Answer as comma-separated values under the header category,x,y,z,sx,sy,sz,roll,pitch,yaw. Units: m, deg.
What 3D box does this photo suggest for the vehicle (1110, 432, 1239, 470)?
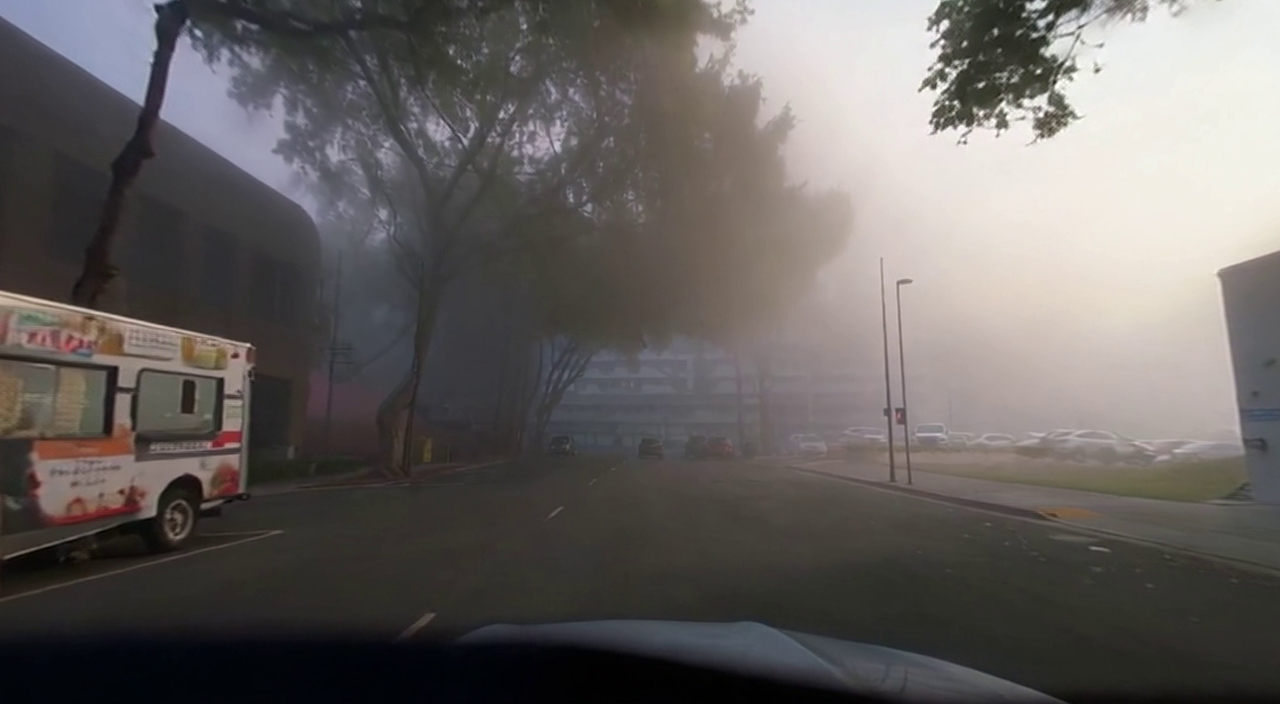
category,x,y,z,sx,sy,sz,roll,pitch,yaw
vehicle,27.152,5.043,32.217,4.591,1.808,2.016,0,-8,1

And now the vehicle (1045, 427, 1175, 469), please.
category,x,y,z,sx,sy,sz,roll,pitch,yaw
vehicle,26.403,5.402,35.633,5.596,2.168,2.307,2,-8,-3

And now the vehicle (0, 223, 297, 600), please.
category,x,y,z,sx,sy,sz,roll,pitch,yaw
vehicle,-7.026,0.697,6.576,2.968,3.222,7.036,-1,-8,-1

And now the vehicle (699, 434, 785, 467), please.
category,x,y,z,sx,sy,sz,roll,pitch,yaw
vehicle,5.812,5.561,35.735,4.626,1.723,1.939,5,-10,-32

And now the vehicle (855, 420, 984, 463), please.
category,x,y,z,sx,sy,sz,roll,pitch,yaw
vehicle,14.324,4.620,32.672,5.540,2.045,2.259,0,-8,-1

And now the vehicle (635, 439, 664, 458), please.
category,x,y,z,sx,sy,sz,roll,pitch,yaw
vehicle,0.702,7.460,48.858,2.046,1.445,4.001,0,-8,-2

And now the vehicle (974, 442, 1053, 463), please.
category,x,y,z,sx,sy,sz,roll,pitch,yaw
vehicle,27.226,7.339,46.105,4.558,1.452,1.790,0,-8,0
